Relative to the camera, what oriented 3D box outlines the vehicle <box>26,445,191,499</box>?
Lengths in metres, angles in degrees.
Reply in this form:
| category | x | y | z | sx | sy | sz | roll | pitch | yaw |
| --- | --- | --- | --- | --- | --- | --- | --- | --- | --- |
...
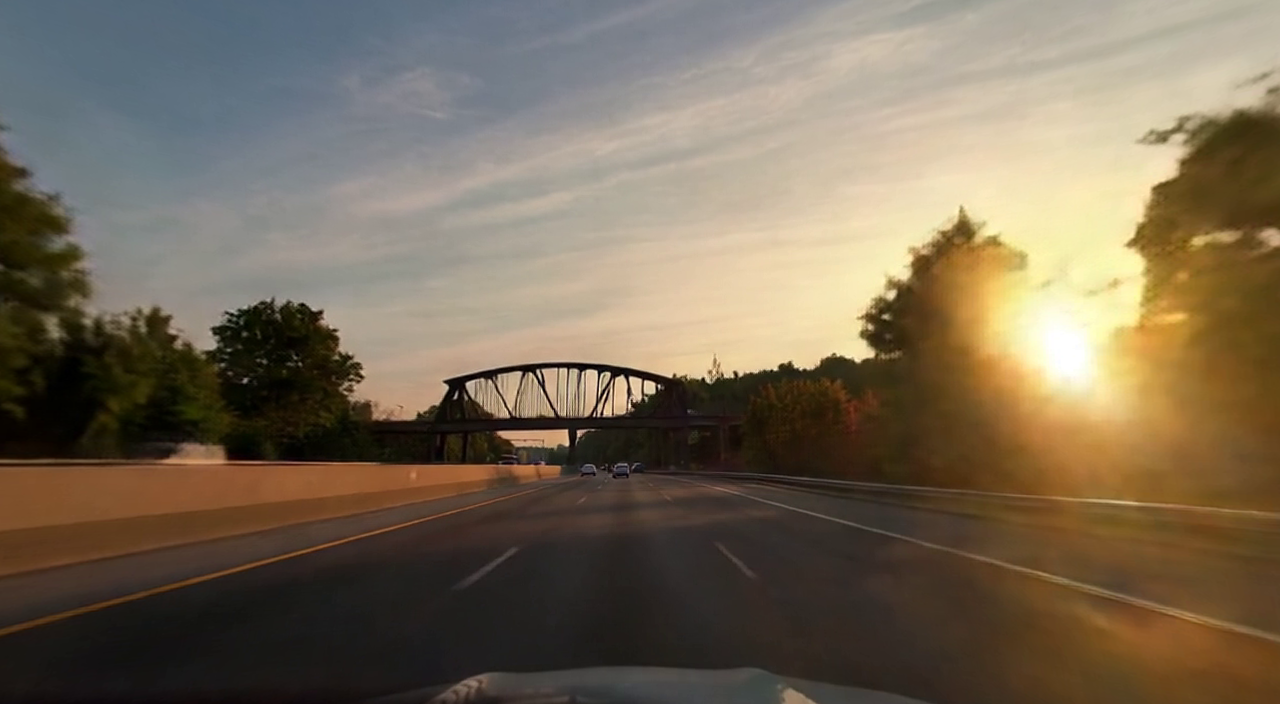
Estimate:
| category | x | y | z | sx | sy | sz | roll | pitch | yaw |
| --- | --- | --- | --- | --- | --- | --- | --- | --- | --- |
| vehicle | -16.160 | 3.682 | 19.456 | 1.868 | 1.456 | 3.665 | 1 | -10 | -1 |
